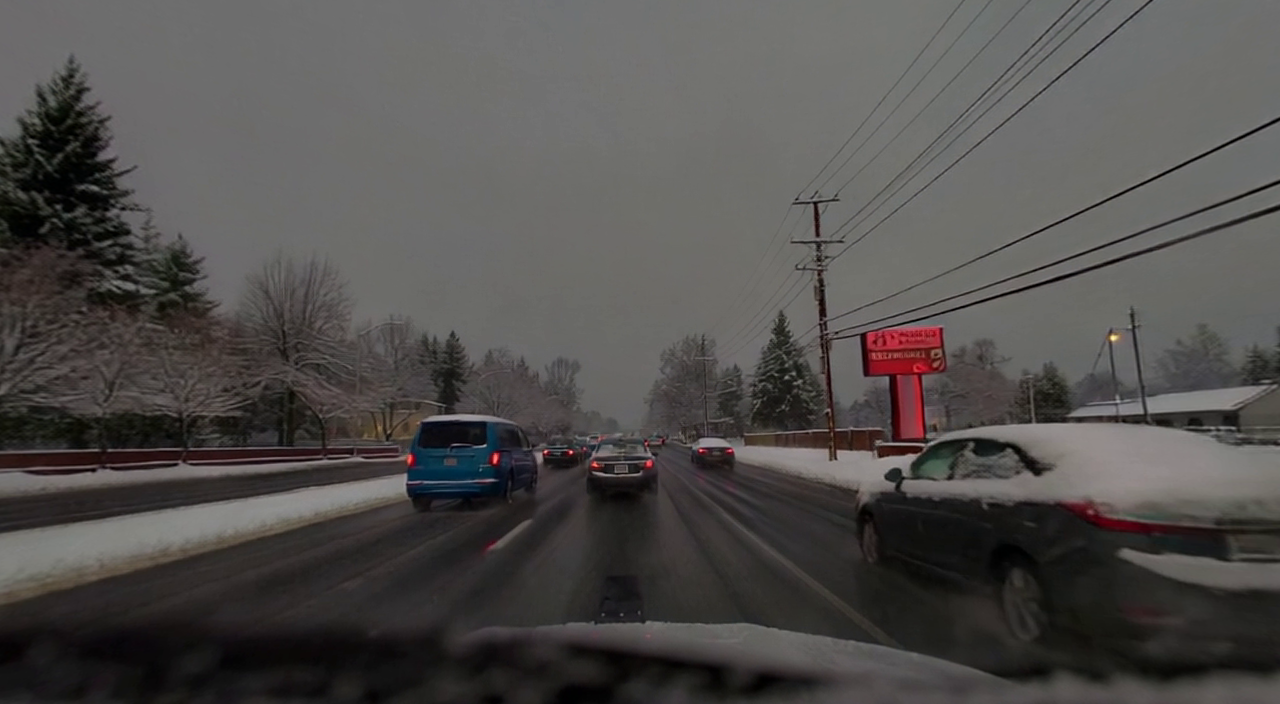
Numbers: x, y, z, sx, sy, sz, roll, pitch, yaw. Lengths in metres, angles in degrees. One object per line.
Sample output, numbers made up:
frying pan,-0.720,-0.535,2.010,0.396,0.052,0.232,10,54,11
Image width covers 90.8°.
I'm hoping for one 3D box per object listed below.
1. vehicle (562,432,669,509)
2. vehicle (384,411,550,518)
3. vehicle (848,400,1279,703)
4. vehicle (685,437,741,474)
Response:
vehicle,-0.473,2.627,14.430,2.097,1.511,3.809,0,-9,0
vehicle,-3.356,2.316,13.422,2.092,1.839,4.736,0,-9,1
vehicle,3.210,1.273,4.885,1.880,1.521,3.724,0,-9,-1
vehicle,3.168,4.614,28.356,1.878,1.479,4.461,0,-9,-2
